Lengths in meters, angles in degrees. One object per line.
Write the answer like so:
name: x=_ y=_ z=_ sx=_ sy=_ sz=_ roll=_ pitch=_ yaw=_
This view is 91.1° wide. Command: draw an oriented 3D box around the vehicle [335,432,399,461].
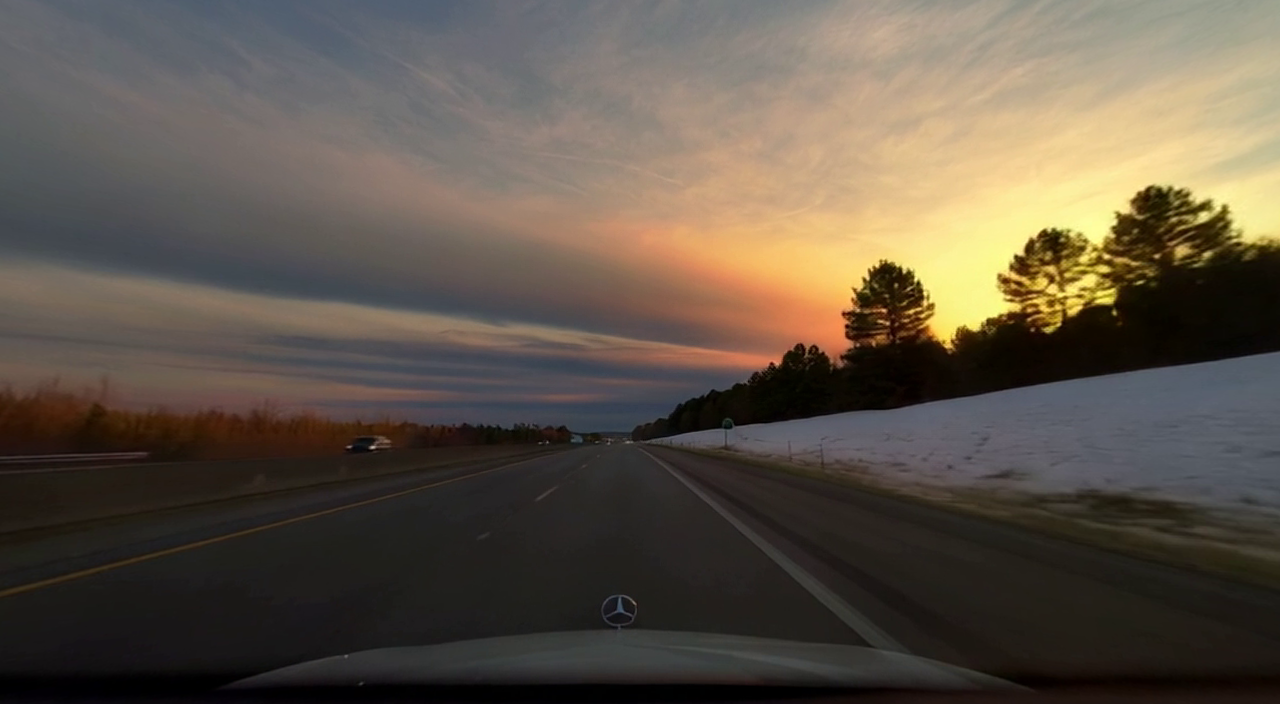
vehicle: x=-15.467 y=5.346 z=35.843 sx=1.853 sy=1.514 sz=3.922 roll=0 pitch=-8 yaw=0
